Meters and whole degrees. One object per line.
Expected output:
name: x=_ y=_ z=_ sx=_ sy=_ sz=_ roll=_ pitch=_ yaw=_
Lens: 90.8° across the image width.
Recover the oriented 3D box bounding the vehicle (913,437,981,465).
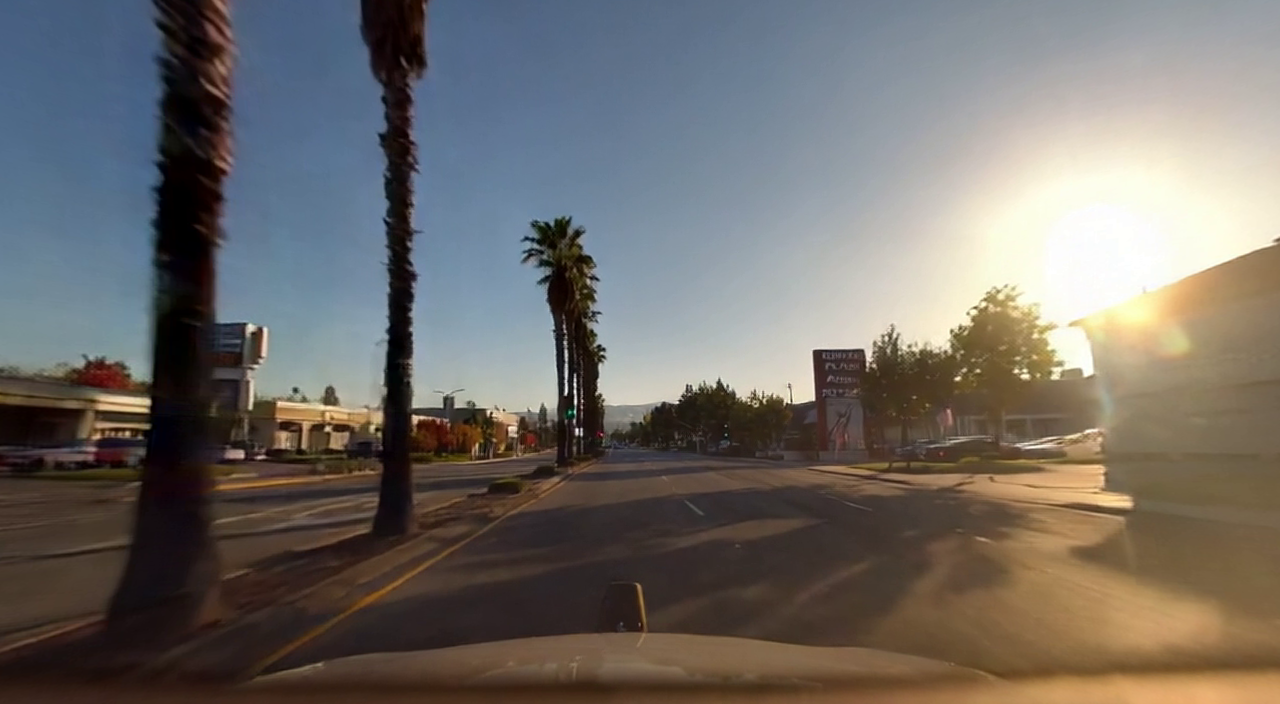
vehicle: x=17.891 y=5.765 z=37.013 sx=1.852 sy=1.487 sz=3.896 roll=-1 pitch=-8 yaw=-3

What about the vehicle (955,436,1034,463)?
vehicle: x=20.700 y=5.747 z=37.160 sx=1.986 sy=1.454 sz=4.332 roll=-1 pitch=-9 yaw=-2

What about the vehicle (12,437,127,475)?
vehicle: x=-32.430 y=5.909 z=36.023 sx=4.437 sy=2.070 sz=2.023 roll=0 pitch=-9 yaw=-2

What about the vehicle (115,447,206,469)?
vehicle: x=-32.563 y=7.193 z=43.002 sx=4.527 sy=1.453 sz=2.006 roll=0 pitch=-9 yaw=-1
